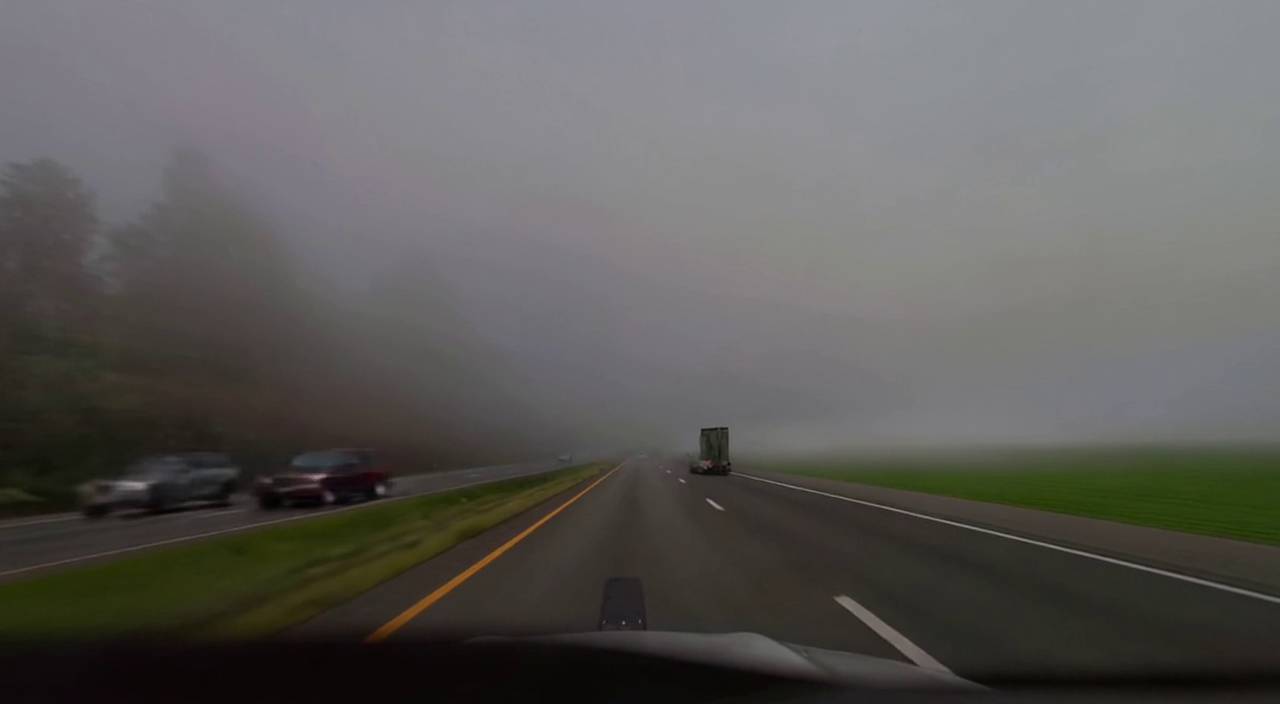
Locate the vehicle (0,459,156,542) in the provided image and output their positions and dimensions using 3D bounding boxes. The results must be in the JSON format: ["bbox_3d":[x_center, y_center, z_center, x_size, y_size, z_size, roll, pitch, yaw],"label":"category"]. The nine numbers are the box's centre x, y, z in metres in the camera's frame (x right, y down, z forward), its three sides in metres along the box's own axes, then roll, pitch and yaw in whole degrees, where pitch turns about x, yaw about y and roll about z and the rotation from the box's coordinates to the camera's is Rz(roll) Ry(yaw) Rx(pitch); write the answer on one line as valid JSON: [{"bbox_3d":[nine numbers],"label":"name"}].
[{"bbox_3d":[-12.573,2.989,13.114,1.841,1.447,3.943,0,-9,0],"label":"vehicle"}]

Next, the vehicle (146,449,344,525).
[{"bbox_3d":[-9.101,3.103,15.067,1.989,1.540,4.178,0,-9,0],"label":"vehicle"}]

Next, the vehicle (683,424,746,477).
[{"bbox_3d":[3.854,5.269,33.832,2.472,2.562,5.594,0,-9,-2],"label":"vehicle"}]
